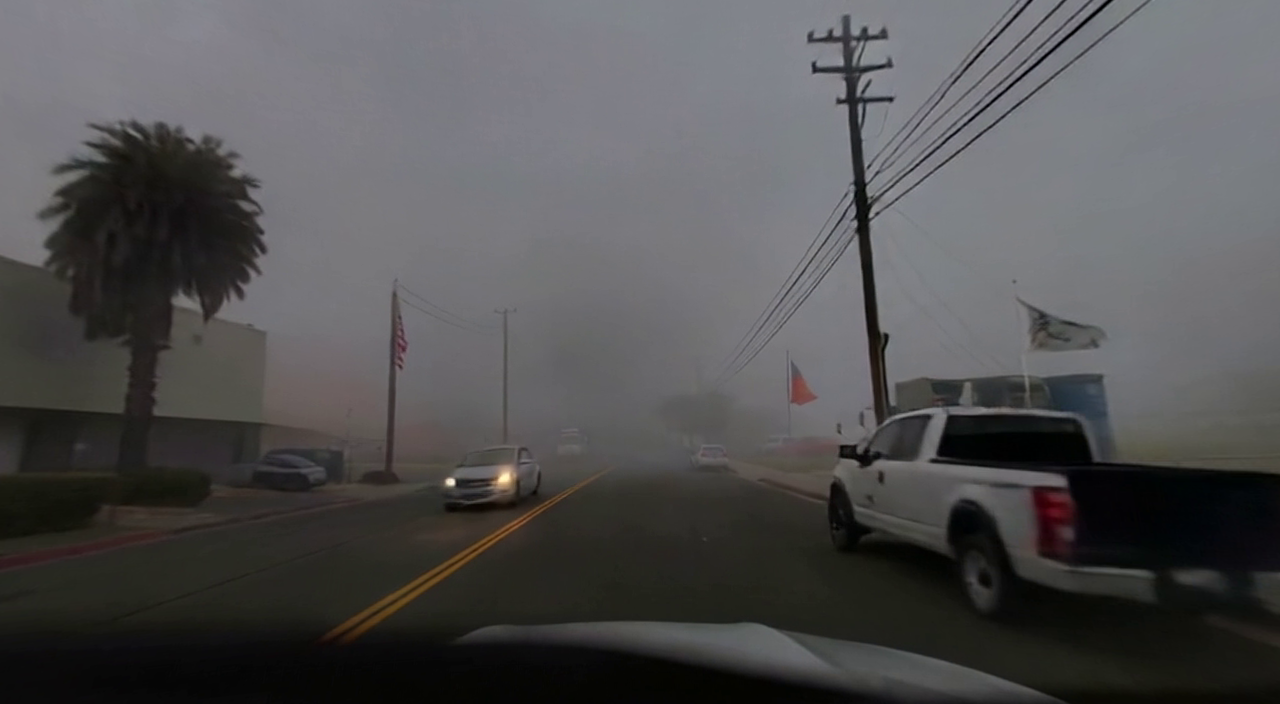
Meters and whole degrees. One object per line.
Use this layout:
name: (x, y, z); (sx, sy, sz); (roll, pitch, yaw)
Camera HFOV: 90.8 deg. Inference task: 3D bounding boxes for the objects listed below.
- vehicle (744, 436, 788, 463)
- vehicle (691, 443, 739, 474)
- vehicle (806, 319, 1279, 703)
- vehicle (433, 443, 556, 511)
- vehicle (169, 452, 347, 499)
vehicle: (10.058, 7.664, 49.888); (2.325, 1.877, 5.987); (-6, -10, 20)
vehicle: (4.131, 5.951, 35.438); (2.111, 1.611, 4.576); (0, -9, -1)
vehicle: (3.624, 1.265, 5.970); (2.345, 1.969, 6.070); (0, -9, -1)
vehicle: (-3.553, 3.143, 16.400); (2.033, 1.492, 4.477); (0, -9, 1)
vehicle: (-13.894, 4.504, 23.242); (5.187, 1.563, 2.095); (0, -9, 0)
